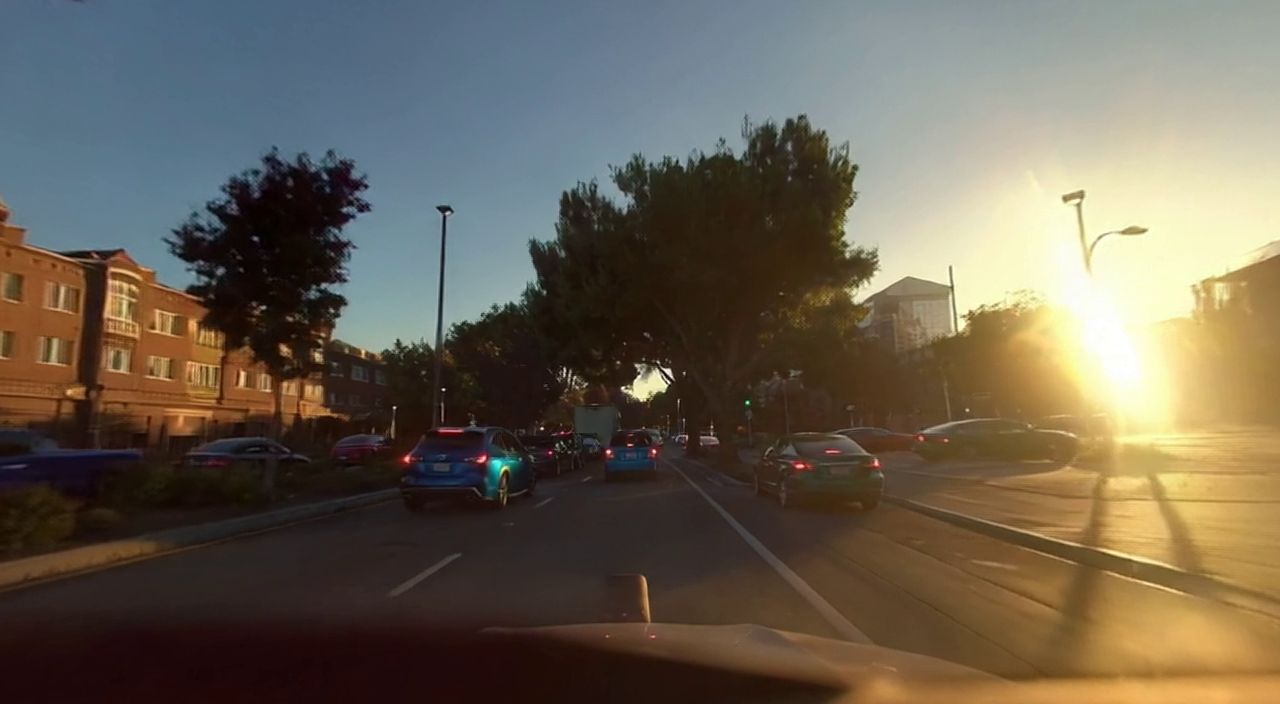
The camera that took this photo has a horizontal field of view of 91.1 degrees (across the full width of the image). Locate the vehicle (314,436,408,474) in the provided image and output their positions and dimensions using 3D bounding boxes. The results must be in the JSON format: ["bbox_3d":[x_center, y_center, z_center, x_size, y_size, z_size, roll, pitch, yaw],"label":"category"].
[{"bbox_3d":[-12.171,4.527,27.774,1.924,1.511,4.640,0,-8,1],"label":"vehicle"}]

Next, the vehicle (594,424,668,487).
[{"bbox_3d":[-0.198,3.137,19.283,2.022,1.700,4.084,0,-8,1],"label":"vehicle"}]

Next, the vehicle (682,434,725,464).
[{"bbox_3d":[3.378,5.282,34.282,1.948,1.475,4.093,0,-8,0],"label":"vehicle"}]

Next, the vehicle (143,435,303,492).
[{"bbox_3d":[-12.360,3.313,19.023,1.843,1.509,4.301,0,-8,1],"label":"vehicle"}]

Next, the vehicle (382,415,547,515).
[{"bbox_3d":[-3.392,2.288,13.160,2.047,1.710,4.314,0,-8,2],"label":"vehicle"}]

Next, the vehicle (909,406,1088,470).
[{"bbox_3d":[12.443,3.037,22.047,4.991,1.978,2.090,-8,-11,42],"label":"vehicle"}]

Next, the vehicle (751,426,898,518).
[{"bbox_3d":[3.489,2.337,12.699,1.847,1.554,3.885,0,-8,1],"label":"vehicle"}]
